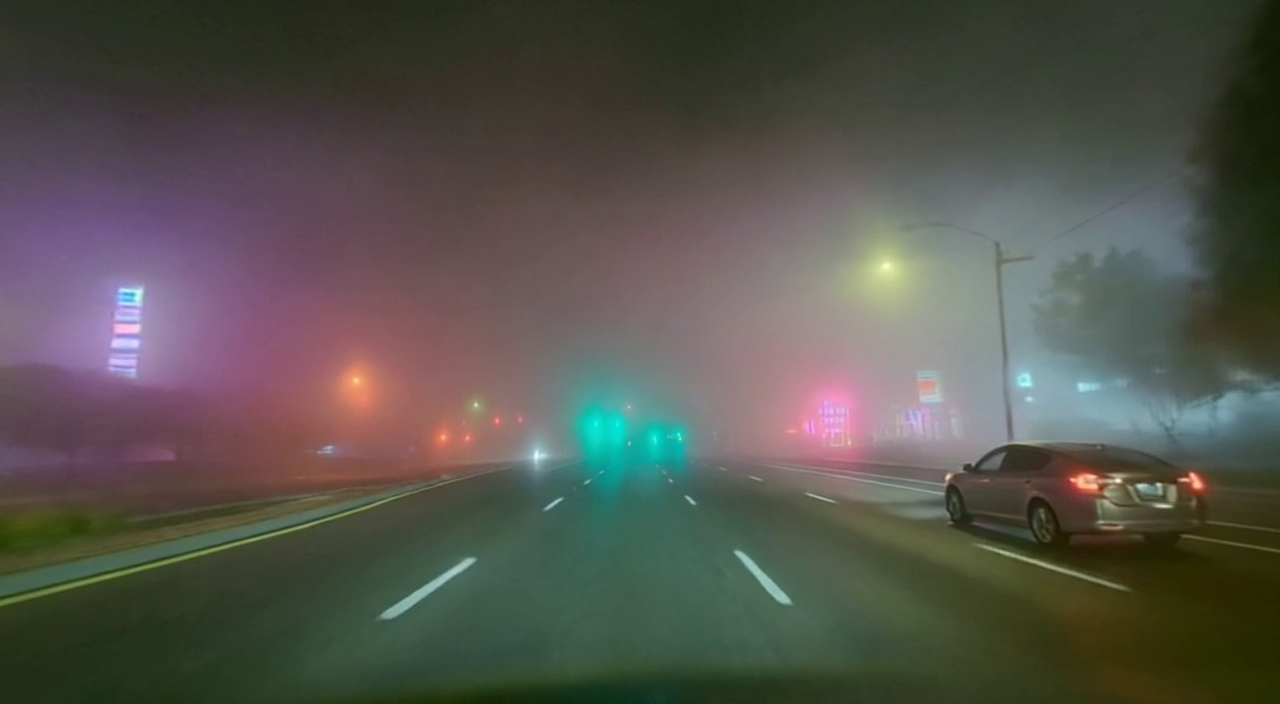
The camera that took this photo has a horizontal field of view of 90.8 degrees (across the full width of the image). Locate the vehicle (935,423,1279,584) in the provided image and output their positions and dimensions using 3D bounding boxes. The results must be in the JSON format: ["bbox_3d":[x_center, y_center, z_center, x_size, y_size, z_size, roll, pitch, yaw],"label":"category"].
[{"bbox_3d":[6.026,1.773,8.299,2.070,1.491,4.575,0,-9,0],"label":"vehicle"}]
